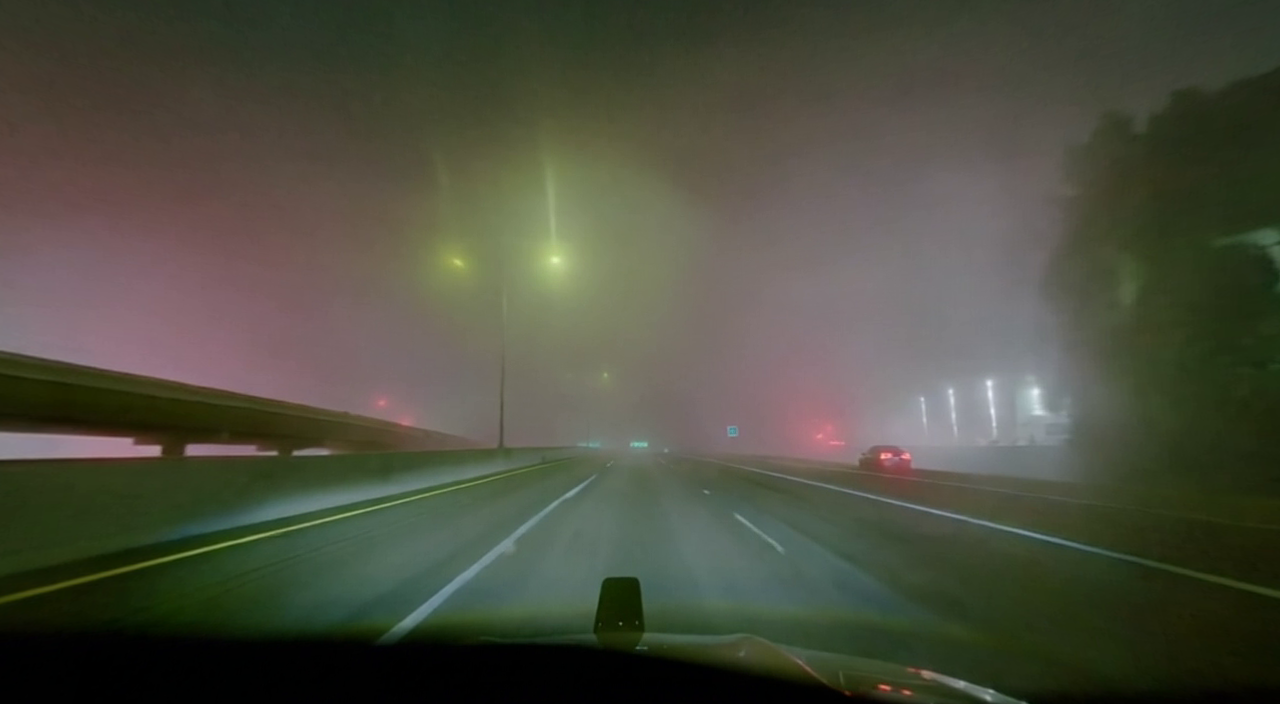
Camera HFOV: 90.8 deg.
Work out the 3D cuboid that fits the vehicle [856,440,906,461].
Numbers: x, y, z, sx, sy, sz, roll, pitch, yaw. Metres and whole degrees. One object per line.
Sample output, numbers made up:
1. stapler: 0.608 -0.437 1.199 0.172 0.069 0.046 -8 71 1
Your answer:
1. vehicle: 18.750 7.669 49.373 2.059 1.457 4.537 -1 -8 -1
